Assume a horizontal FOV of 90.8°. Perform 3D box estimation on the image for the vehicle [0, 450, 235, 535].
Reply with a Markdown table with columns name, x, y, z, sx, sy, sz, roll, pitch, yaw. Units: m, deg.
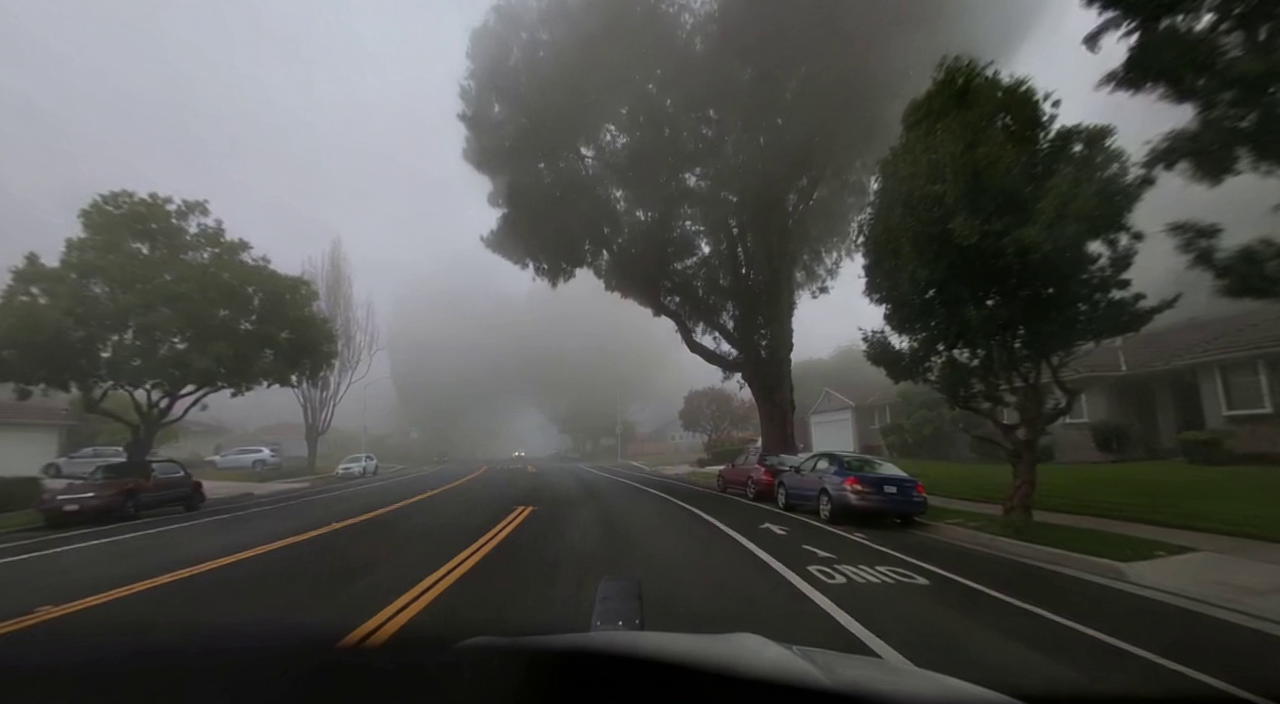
| name | x | y | z | sx | sy | sz | roll | pitch | yaw |
| --- | --- | --- | --- | --- | --- | --- | --- | --- | --- |
| vehicle | -12.266 | 3.248 | 15.394 | 2.180 | 1.472 | 4.933 | -4 | -8 | -9 |

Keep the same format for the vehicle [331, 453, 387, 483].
| name | x | y | z | sx | sy | sz | roll | pitch | yaw |
| --- | --- | --- | --- | --- | --- | --- | --- | --- | --- |
| vehicle | -15.784 | 6.526 | 35.715 | 1.870 | 1.451 | 4.140 | 0 | -8 | -10 |

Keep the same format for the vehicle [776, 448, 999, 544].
| name | x | y | z | sx | sy | sz | roll | pitch | yaw |
| --- | --- | --- | --- | --- | --- | --- | --- | --- | --- |
| vehicle | 4.319 | 2.568 | 12.102 | 1.872 | 1.423 | 4.874 | 1 | -9 | -6 |

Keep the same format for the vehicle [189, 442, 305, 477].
| name | x | y | z | sx | sy | sz | roll | pitch | yaw |
| --- | --- | --- | --- | --- | --- | --- | --- | --- | --- |
| vehicle | -24.121 | 6.629 | 38.984 | 5.560 | 1.892 | 2.099 | 0 | -10 | -8 |
